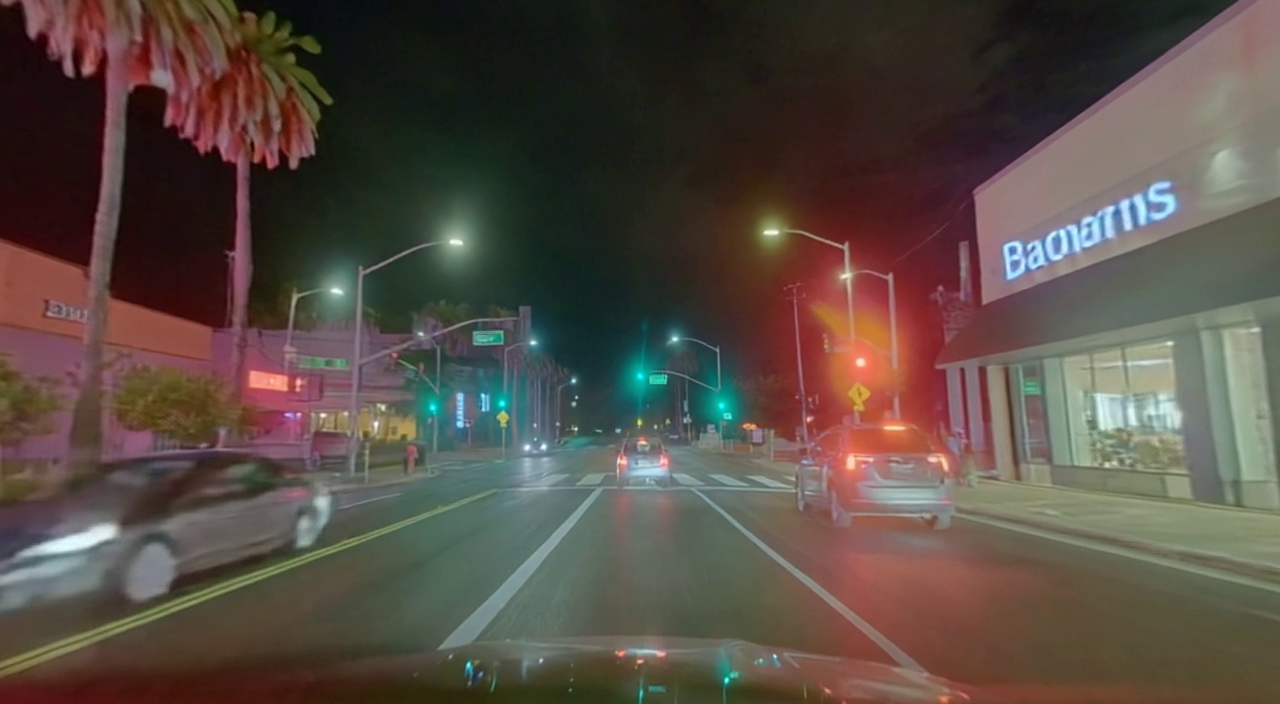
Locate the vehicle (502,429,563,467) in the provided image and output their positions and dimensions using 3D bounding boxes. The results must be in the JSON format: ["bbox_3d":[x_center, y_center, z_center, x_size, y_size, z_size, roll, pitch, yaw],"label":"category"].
[{"bbox_3d":[-5.551,5.044,33.325,2.324,1.808,4.946,0,-8,0],"label":"vehicle"}]

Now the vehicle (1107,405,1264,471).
[{"bbox_3d":[16.879,2.600,19.606,3.704,1.556,1.790,-3,-1,-14],"label":"vehicle"}]

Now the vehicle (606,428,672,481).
[{"bbox_3d":[-0.068,3.885,24.136,2.264,1.798,4.531,0,-8,-1],"label":"vehicle"}]

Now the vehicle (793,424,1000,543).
[{"bbox_3d":[4.289,2.247,11.526,2.070,1.711,4.480,-1,-8,3],"label":"vehicle"}]

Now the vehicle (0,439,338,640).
[{"bbox_3d":[-5.425,1.715,6.947,2.009,1.461,4.484,0,-8,0],"label":"vehicle"}]

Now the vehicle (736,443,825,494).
[{"bbox_3d":[4.412,3.712,20.575,1.963,1.449,4.653,0,-8,2],"label":"vehicle"}]
